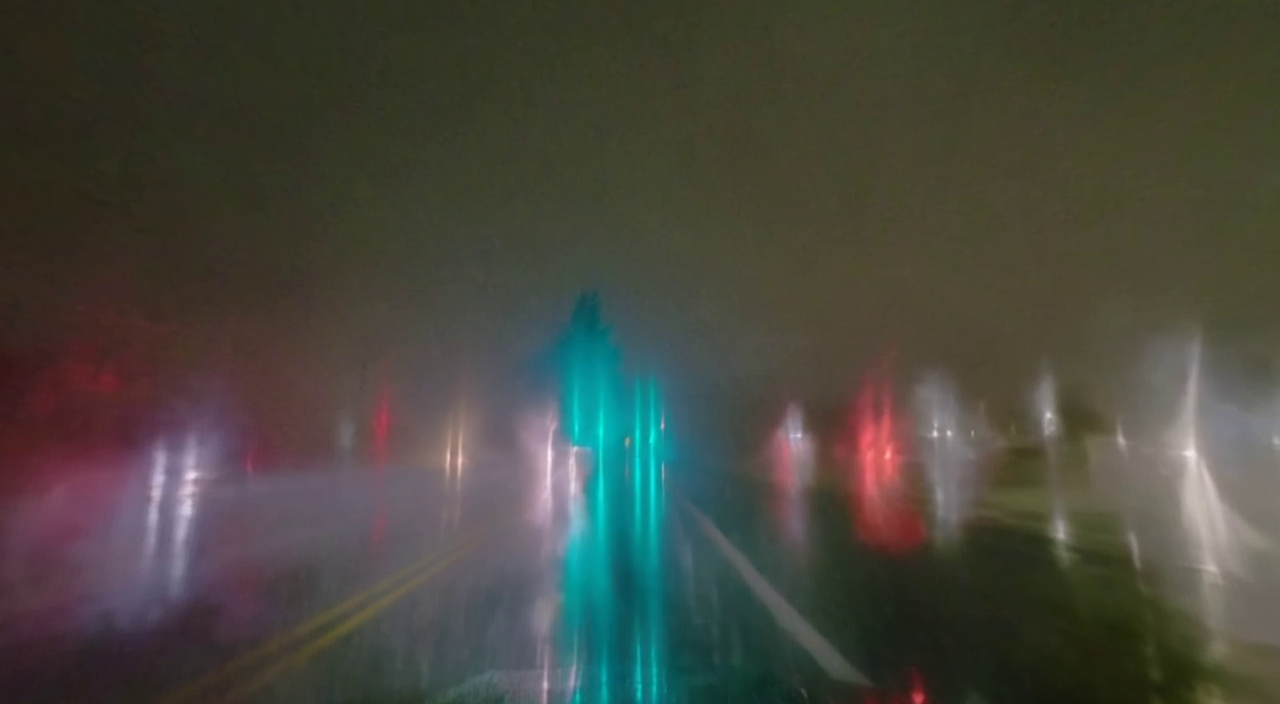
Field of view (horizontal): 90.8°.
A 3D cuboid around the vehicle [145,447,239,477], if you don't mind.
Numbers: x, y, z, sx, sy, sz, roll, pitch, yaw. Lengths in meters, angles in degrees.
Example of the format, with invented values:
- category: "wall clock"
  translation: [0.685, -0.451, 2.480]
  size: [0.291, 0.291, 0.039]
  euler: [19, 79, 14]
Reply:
- category: "vehicle"
  translation: [-26.657, 6.550, 37.826]
  size: [2.074, 1.672, 4.834]
  euler: [0, -9, 0]

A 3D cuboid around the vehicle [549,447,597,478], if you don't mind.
- category: "vehicle"
  translation: [-3.504, 5.838, 33.604]
  size: [1.722, 1.523, 3.736]
  euler: [-1, -9, 7]
